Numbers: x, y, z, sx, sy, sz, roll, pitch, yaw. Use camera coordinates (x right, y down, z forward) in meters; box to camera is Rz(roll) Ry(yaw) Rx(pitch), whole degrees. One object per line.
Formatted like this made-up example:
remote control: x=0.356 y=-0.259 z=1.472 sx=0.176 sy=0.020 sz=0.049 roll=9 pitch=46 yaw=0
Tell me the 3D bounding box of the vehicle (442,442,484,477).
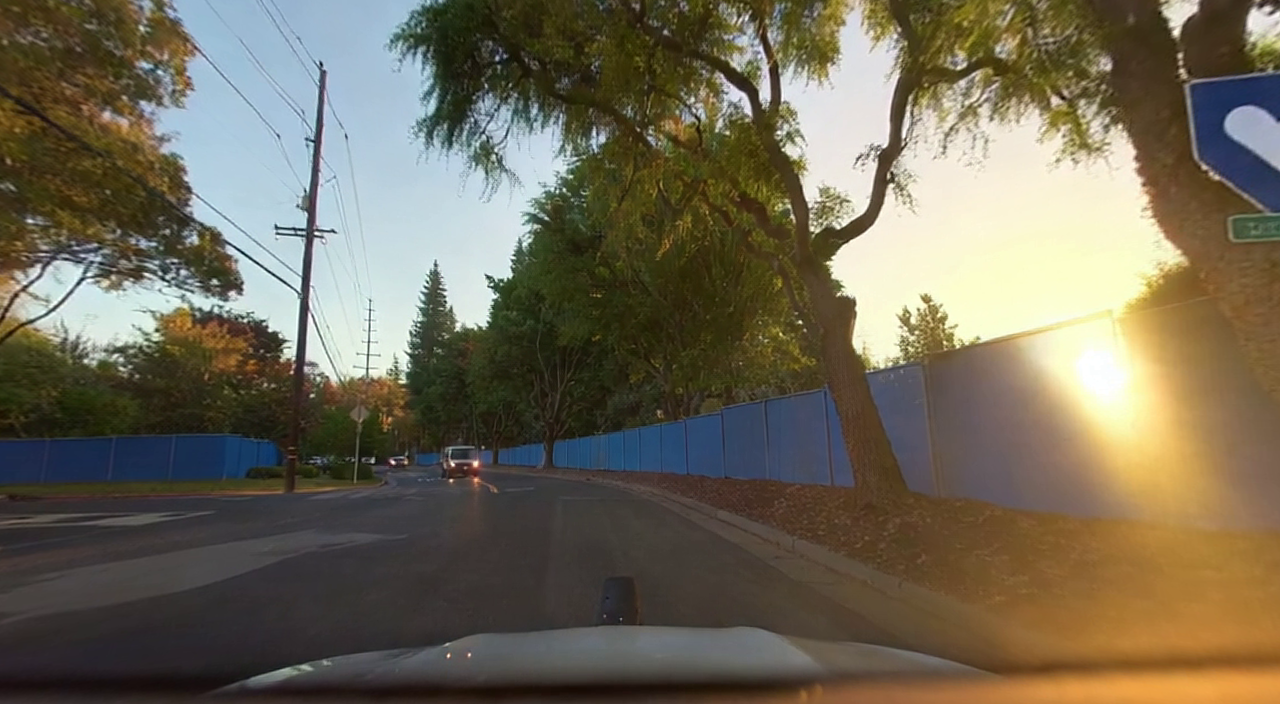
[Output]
vehicle: x=-10.558 y=6.343 z=37.534 sx=2.185 sy=1.901 sz=4.177 roll=2 pitch=-9 yaw=-17
